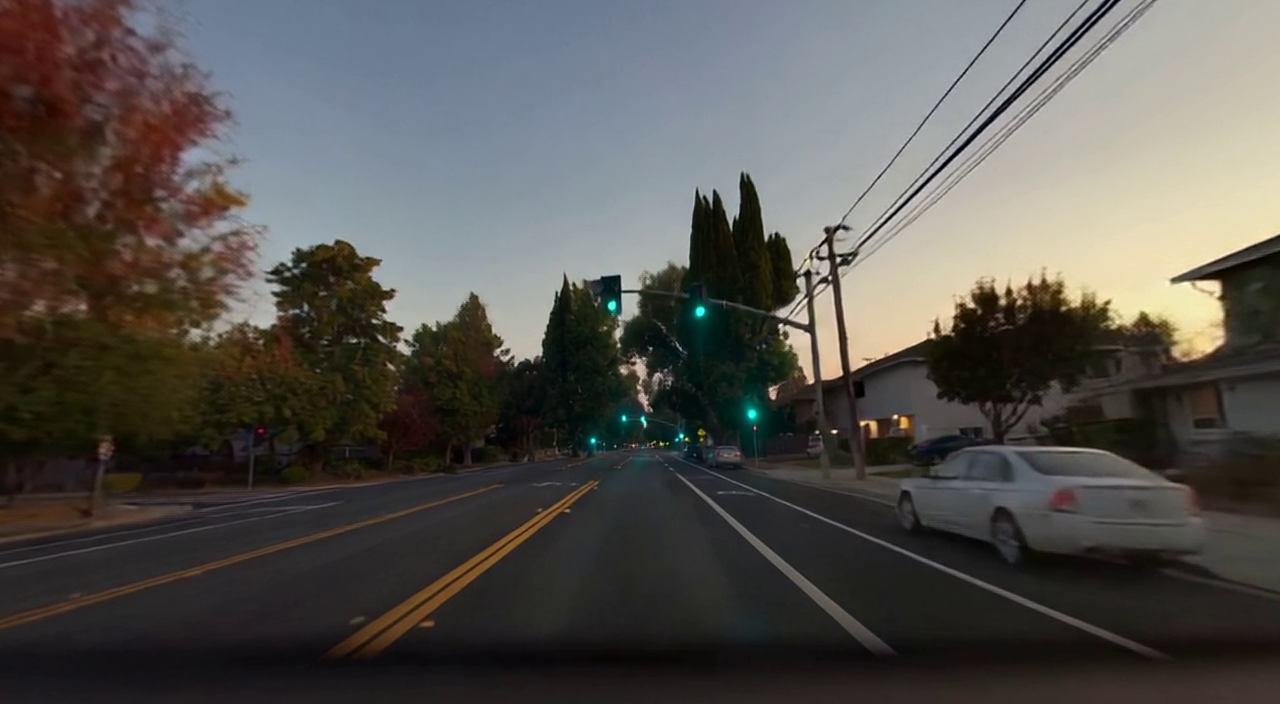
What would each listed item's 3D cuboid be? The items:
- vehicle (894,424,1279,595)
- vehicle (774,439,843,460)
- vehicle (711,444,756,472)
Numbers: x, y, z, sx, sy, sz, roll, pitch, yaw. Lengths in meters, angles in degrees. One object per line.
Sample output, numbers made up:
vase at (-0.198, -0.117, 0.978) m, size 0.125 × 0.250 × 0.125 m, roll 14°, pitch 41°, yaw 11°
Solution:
vehicle at (5.000, 1.757, 7.911) m, size 1.955 × 1.549 × 4.129 m, roll 0°, pitch -8°, yaw 1°
vehicle at (12.385, 7.200, 46.546) m, size 4.502 × 1.470 × 1.839 m, roll 0°, pitch -8°, yaw -1°
vehicle at (5.343, 6.123, 36.707) m, size 2.032 × 1.478 × 5.040 m, roll 0°, pitch -8°, yaw 2°
